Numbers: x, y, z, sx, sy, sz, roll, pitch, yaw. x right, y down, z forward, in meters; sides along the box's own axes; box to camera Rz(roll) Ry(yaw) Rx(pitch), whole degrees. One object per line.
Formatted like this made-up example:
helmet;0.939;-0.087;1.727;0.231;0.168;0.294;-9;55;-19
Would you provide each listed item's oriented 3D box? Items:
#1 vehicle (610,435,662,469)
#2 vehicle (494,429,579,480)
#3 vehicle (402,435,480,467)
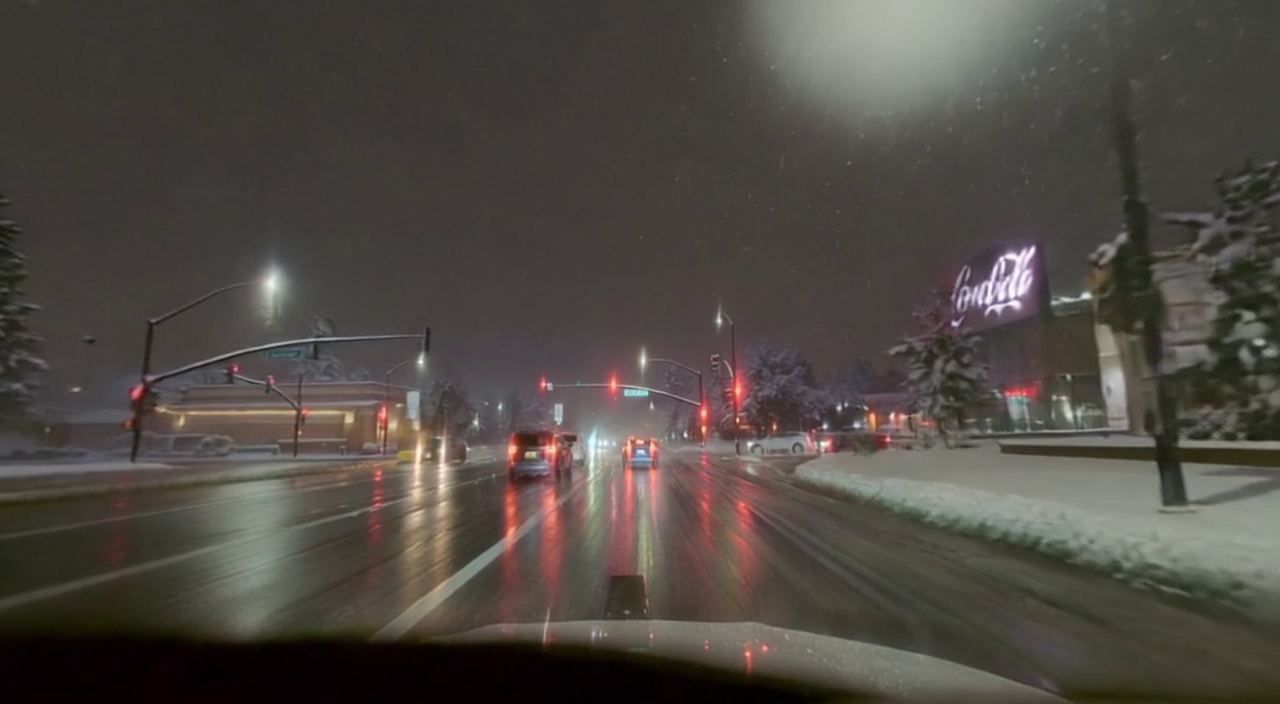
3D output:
vehicle;-0.113;4.692;29.886;2.258;1.507;3.896;-1;-8;2
vehicle;-3.344;3.437;21.314;2.029;1.517;4.375;0;-8;1
vehicle;-9.631;4.832;30.921;2.096;1.474;4.585;-1;-8;3
